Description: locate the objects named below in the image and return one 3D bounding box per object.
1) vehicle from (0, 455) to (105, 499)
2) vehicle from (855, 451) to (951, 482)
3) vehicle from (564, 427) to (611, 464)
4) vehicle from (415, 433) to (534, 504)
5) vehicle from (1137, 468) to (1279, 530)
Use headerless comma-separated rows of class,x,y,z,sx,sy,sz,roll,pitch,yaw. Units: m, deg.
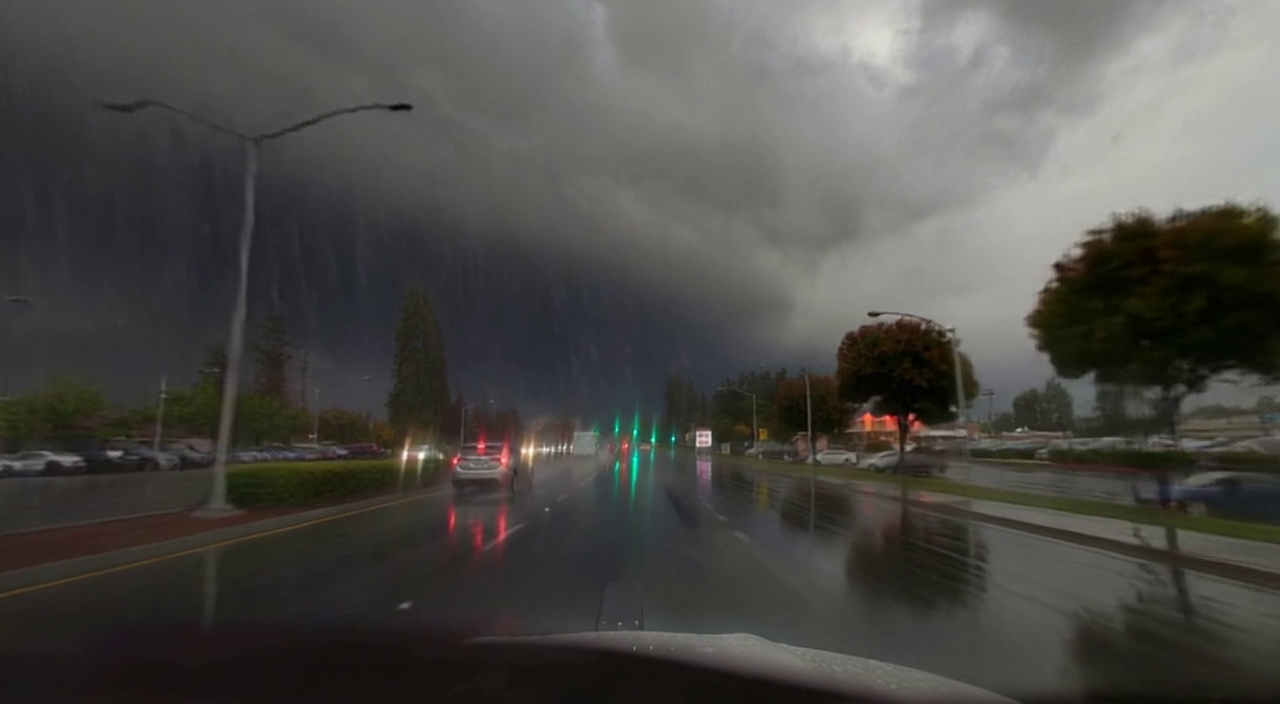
vehicle,-22.945,4.613,23.473,1.885,1.428,4.638,0,-9,-1
vehicle,16.591,7.220,39.879,5.041,1.803,2.182,-1,-9,1
vehicle,-3.753,6.970,46.764,2.917,2.524,6.990,0,-9,0
vehicle,-4.333,3.125,17.309,2.109,1.672,4.256,0,-9,0
vehicle,16.581,3.887,16.838,4.723,1.466,2.085,0,-9,0
